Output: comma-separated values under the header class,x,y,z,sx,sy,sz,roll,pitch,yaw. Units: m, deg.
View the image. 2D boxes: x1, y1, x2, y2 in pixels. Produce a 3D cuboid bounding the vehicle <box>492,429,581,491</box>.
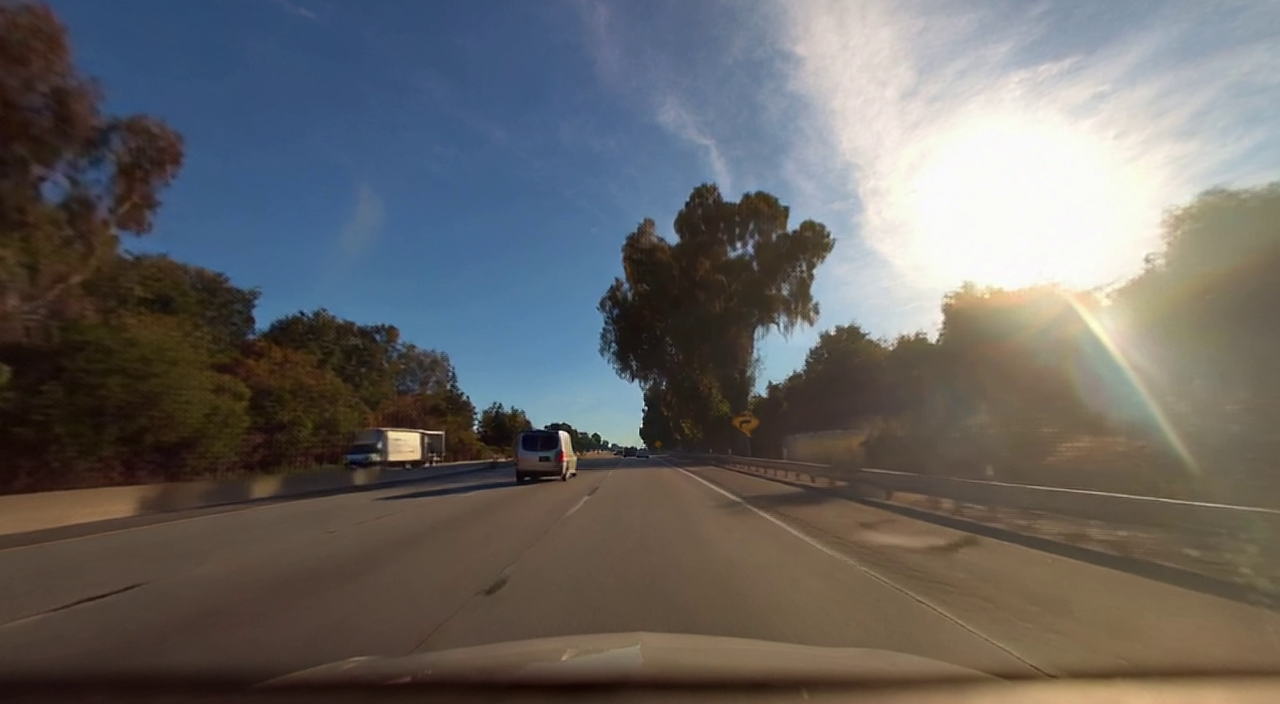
class,x,y,z,sx,sy,sz,roll,pitch,yaw
vehicle,-3.605,3.913,23.227,2.349,1.973,5.419,0,-9,0
